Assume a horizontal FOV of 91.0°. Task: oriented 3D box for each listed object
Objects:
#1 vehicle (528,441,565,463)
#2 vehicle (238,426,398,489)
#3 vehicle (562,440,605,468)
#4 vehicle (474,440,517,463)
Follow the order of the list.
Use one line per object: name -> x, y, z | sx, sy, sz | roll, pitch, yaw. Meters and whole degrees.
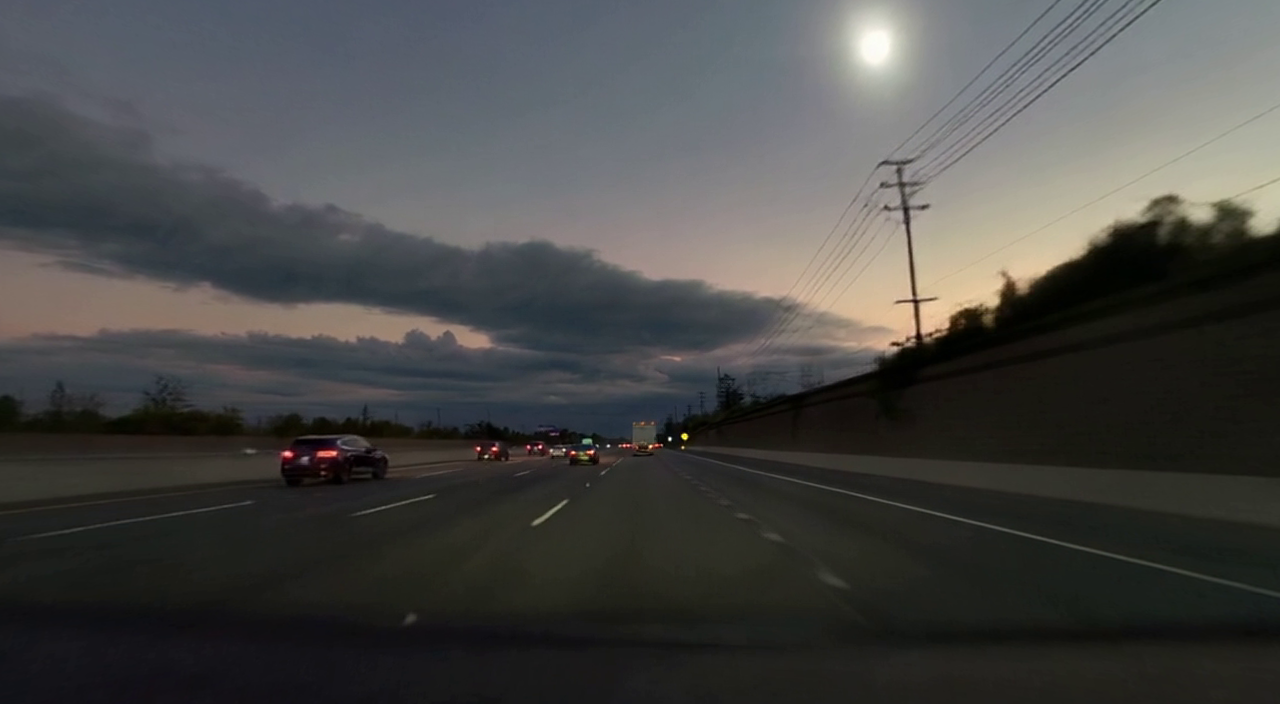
vehicle -> -6.893, 7.418, 46.920 | 1.946, 1.514, 4.687 | 0, -9, 1
vehicle -> -10.625, 3.550, 21.505 | 2.310, 1.853, 5.817 | 0, -9, 1
vehicle -> -3.294, 6.090, 37.741 | 2.045, 1.532, 4.954 | 0, -9, 1
vehicle -> -10.837, 7.483, 47.533 | 2.058, 1.621, 4.739 | 0, -9, 1
